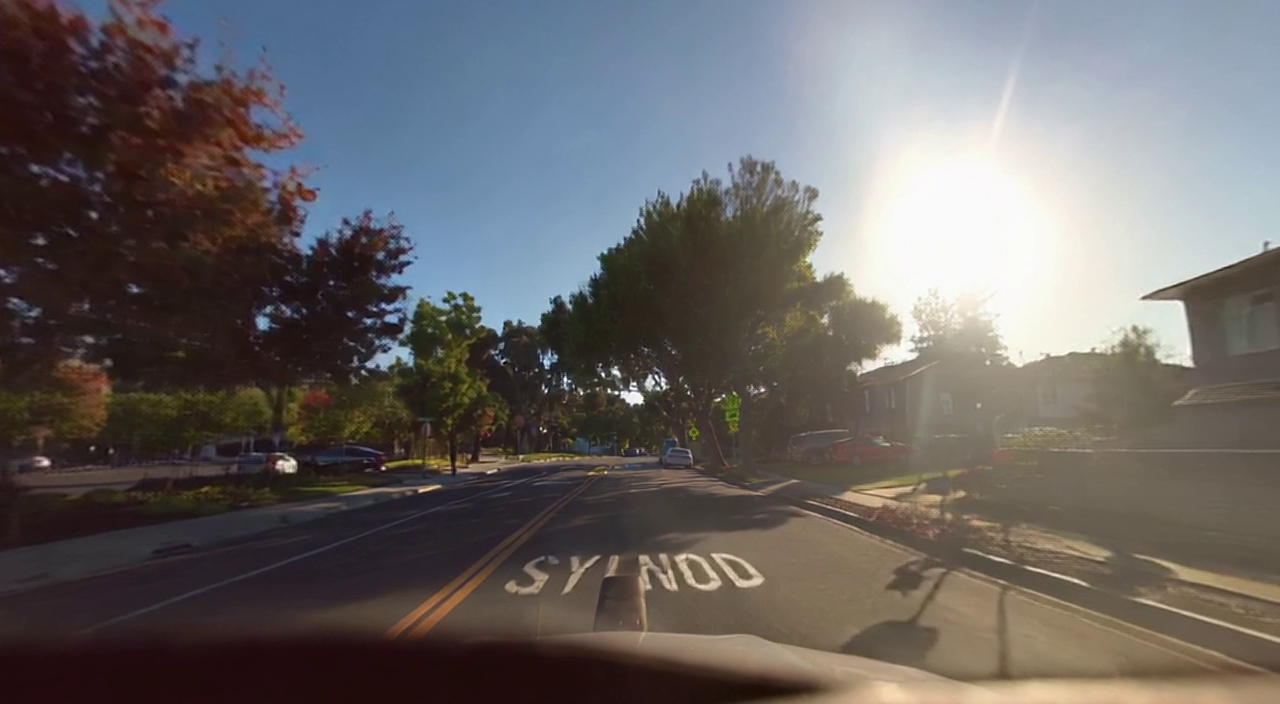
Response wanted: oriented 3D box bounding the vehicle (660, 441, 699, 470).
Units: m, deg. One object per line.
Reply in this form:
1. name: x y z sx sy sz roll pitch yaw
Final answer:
1. vehicle: 2.671 7.204 44.134 2.221 1.892 5.555 1 -9 -2

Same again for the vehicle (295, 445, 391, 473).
1. vehicle: -19.977 7.213 42.661 2.059 1.746 5.388 -8 -12 42

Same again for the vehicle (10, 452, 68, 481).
1. vehicle: -36.552 6.917 38.370 4.177 1.621 1.965 -7 -12 40

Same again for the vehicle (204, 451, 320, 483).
1. vehicle: -19.290 5.859 32.376 4.691 1.483 1.955 9 -12 -44

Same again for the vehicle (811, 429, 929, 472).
1. vehicle: 10.909 4.710 30.223 4.750 1.658 1.902 -4 -10 0
